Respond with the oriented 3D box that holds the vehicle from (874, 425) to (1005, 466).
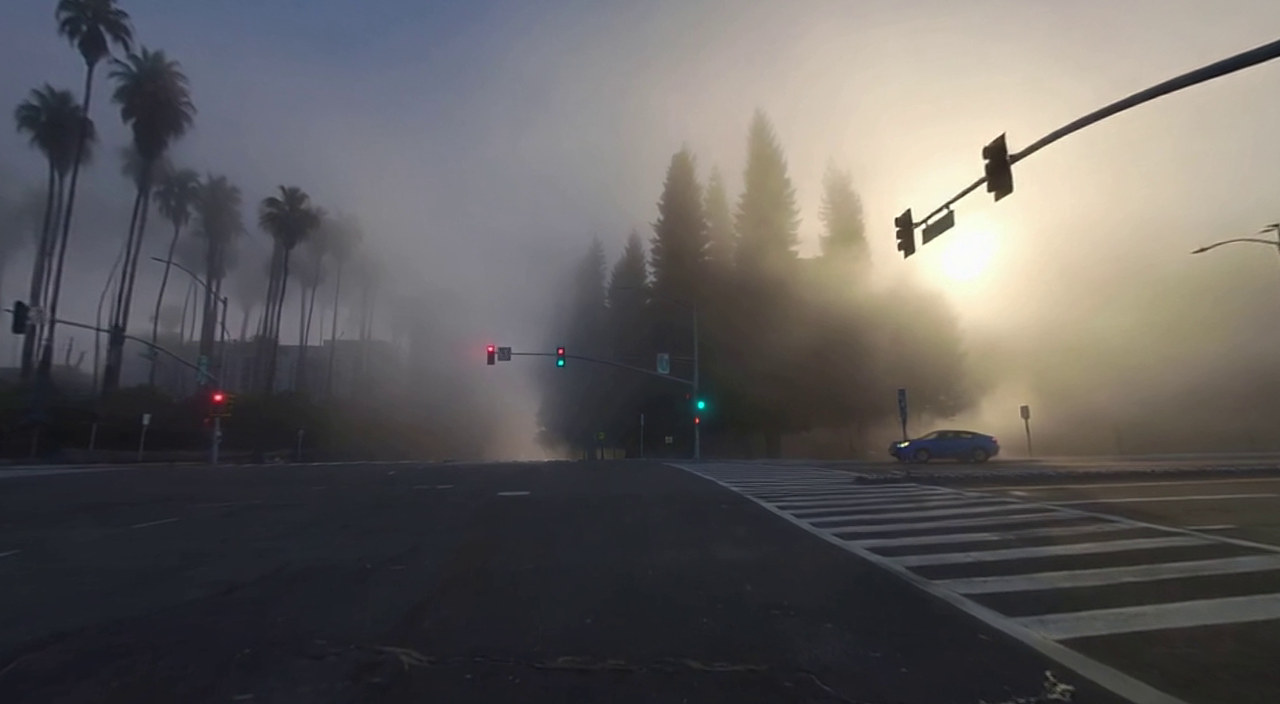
[{"bbox_3d":[13.379,4.214,28.280,4.820,1.751,2.050,0,-8,-2],"label":"vehicle"}]
